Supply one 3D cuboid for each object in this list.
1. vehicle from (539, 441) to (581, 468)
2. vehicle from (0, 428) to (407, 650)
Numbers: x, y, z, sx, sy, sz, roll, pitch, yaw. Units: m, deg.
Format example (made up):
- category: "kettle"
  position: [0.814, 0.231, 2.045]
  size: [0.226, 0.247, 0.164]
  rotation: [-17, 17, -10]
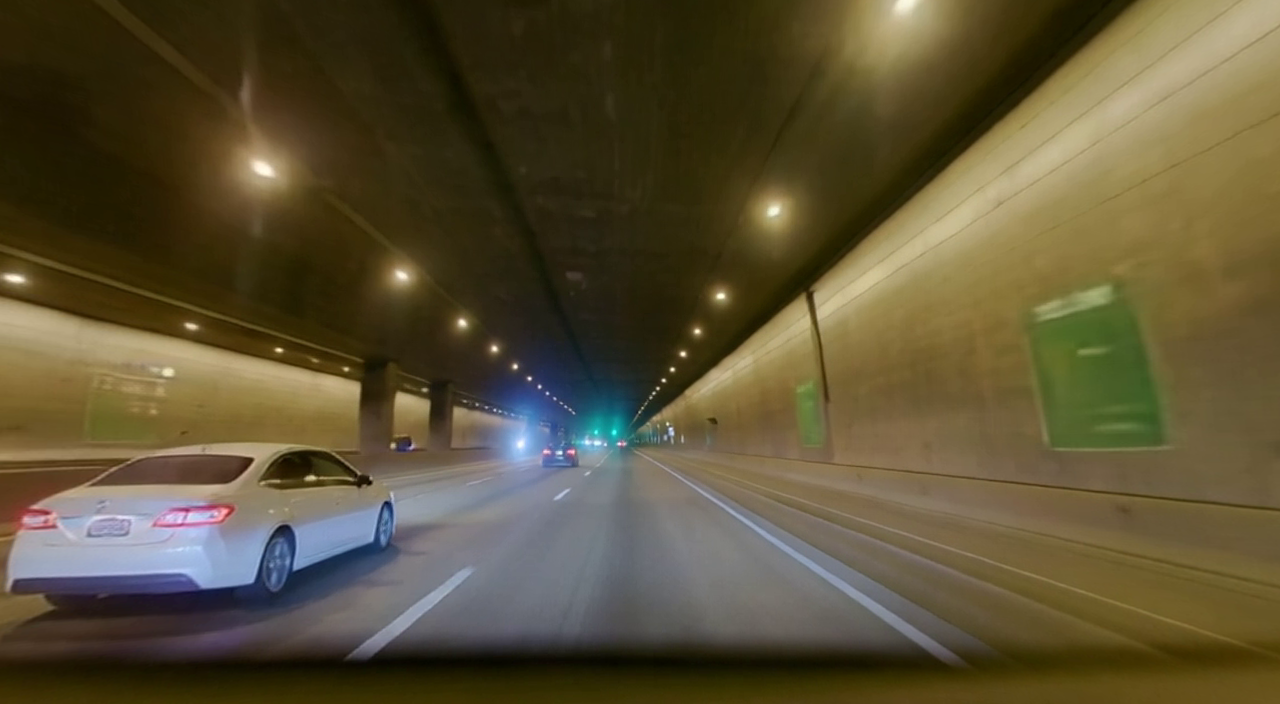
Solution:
- category: "vehicle"
  position: [-4.533, 5.884, 36.344]
  size: [1.973, 1.474, 4.199]
  rotation: [0, -8, -2]
- category: "vehicle"
  position: [-4.068, 1.530, 6.281]
  size: [1.885, 1.424, 4.230]
  rotation: [-1, -8, 0]
